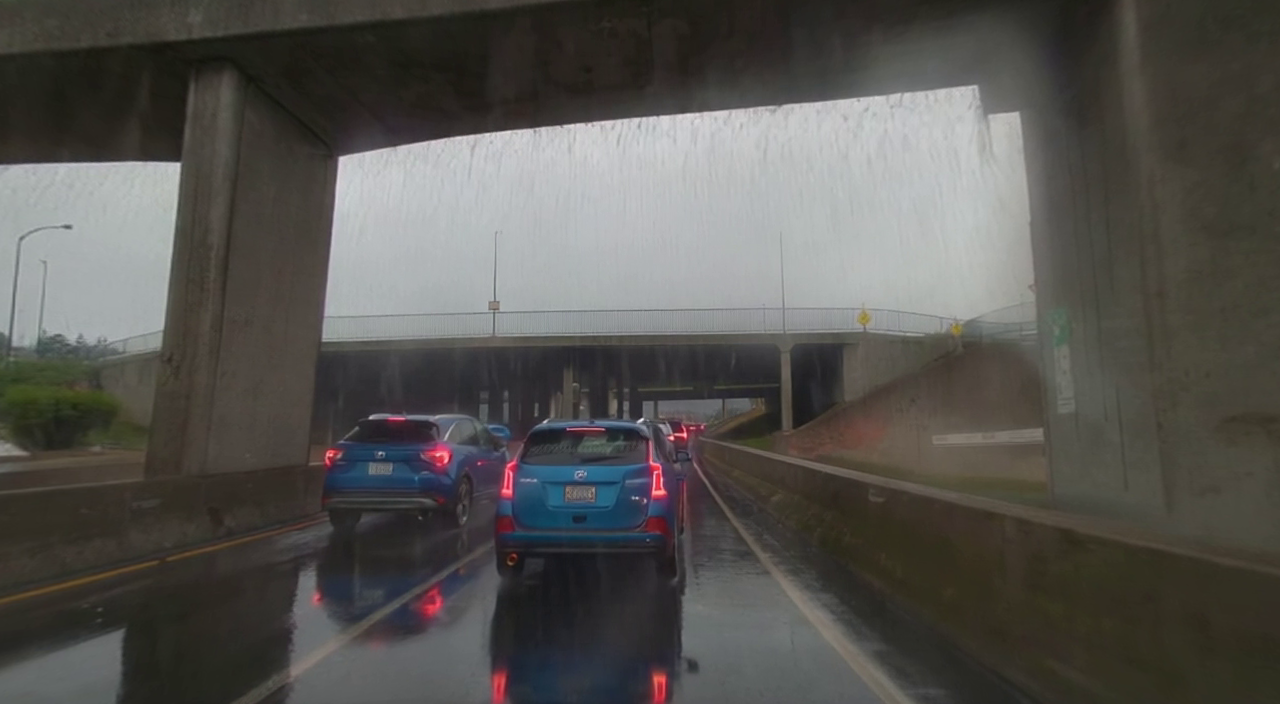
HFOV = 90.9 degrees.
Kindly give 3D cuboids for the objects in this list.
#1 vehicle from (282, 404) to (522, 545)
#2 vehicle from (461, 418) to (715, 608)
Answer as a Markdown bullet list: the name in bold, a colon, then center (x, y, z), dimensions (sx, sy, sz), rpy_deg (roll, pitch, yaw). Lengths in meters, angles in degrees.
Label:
- **vehicle**: center (-3.451, 1.895, 10.343), dimensions (2.017, 1.761, 4.572), rpy_deg (0, -8, 2)
- **vehicle**: center (-0.301, 1.579, 7.106), dimensions (2.020, 1.478, 4.092), rpy_deg (-1, -8, 4)
